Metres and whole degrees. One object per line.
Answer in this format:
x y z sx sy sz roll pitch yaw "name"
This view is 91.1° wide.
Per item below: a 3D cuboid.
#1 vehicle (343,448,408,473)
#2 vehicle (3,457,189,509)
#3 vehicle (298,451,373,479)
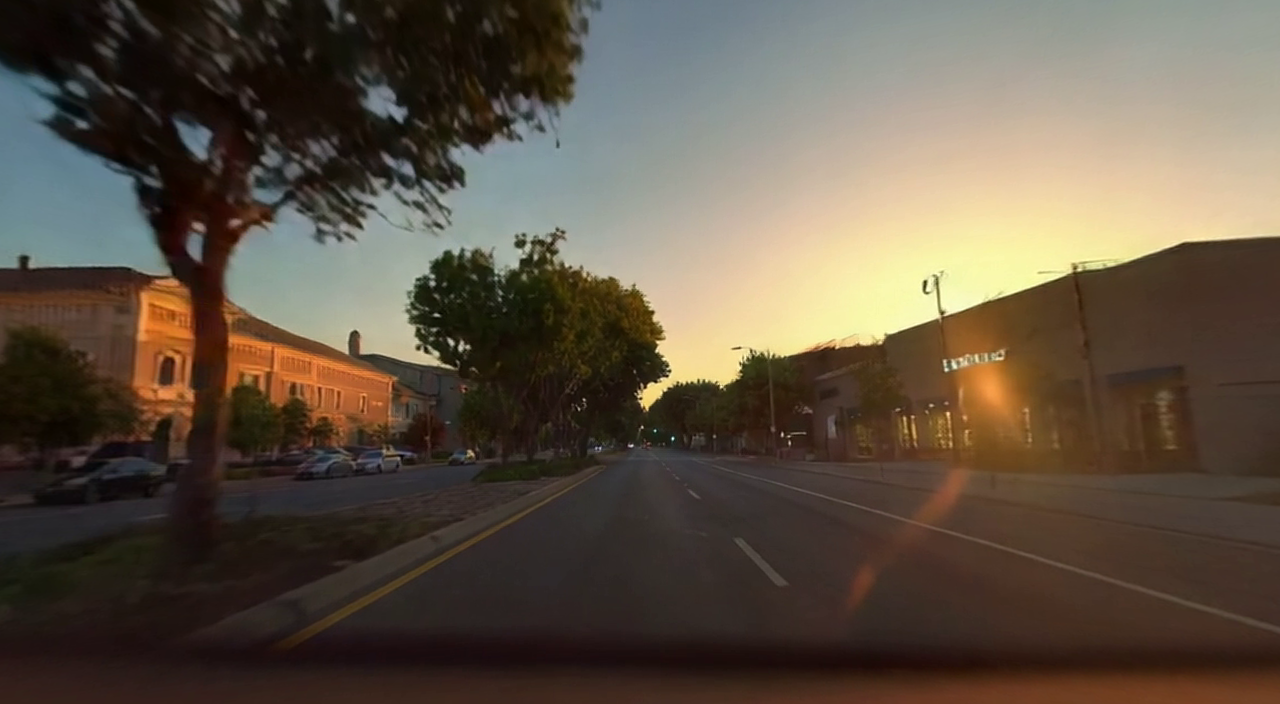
-18.706 7.684 44.725 2.177 1.656 5.516 0 -9 1 "vehicle"
-18.997 4.565 22.356 2.121 1.567 5.042 0 -9 -1 "vehicle"
-18.796 6.969 39.007 2.034 1.562 4.828 -1 -9 3 "vehicle"
